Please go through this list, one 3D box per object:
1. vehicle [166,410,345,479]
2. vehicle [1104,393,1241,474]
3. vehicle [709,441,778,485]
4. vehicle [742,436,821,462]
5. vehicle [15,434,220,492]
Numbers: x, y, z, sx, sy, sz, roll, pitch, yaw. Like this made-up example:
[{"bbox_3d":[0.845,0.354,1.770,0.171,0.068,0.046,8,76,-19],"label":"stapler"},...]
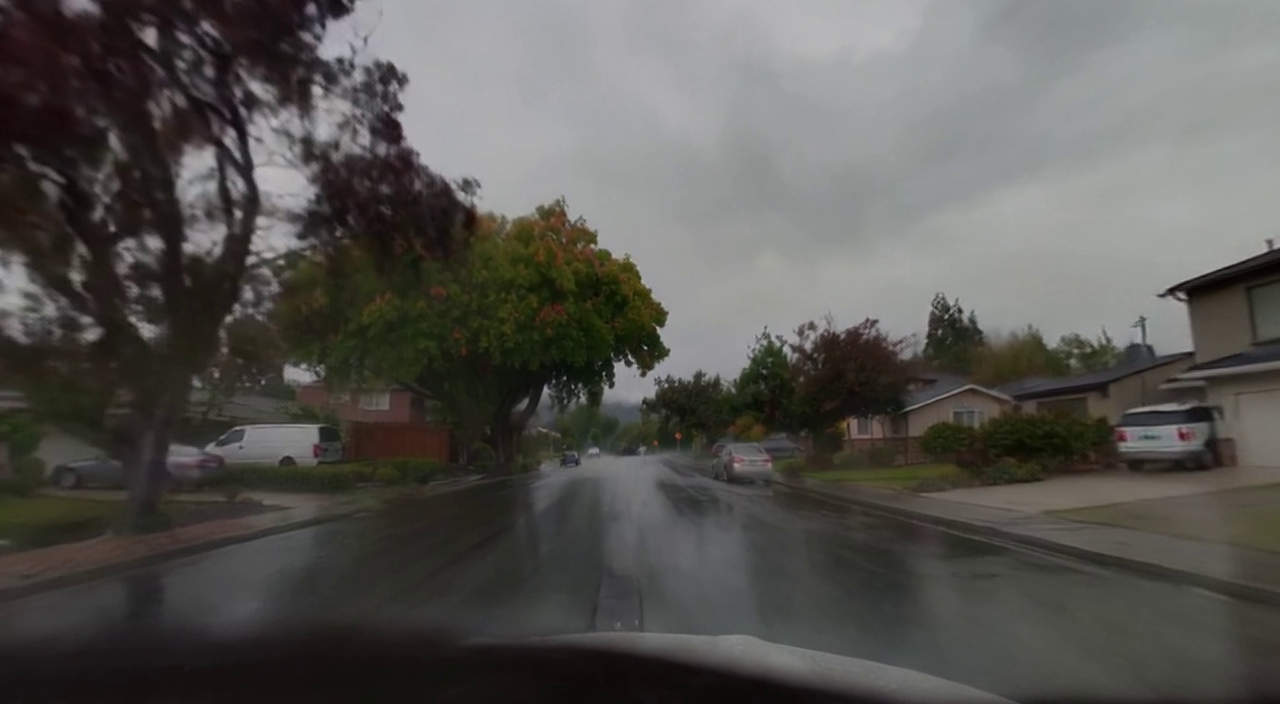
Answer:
[{"bbox_3d":[-16.683,4.059,27.503,6.381,2.645,2.703,-4,-9,10],"label":"vehicle"},{"bbox_3d":[14.876,2.366,17.922,2.222,1.963,4.670,-6,-10,32],"label":"vehicle"},{"bbox_3d":[3.935,4.276,24.607,2.011,1.521,4.292,0,-8,1],"label":"vehicle"},{"bbox_3d":[10.277,7.069,46.014,5.227,1.813,2.136,-1,-9,1],"label":"vehicle"},{"bbox_3d":[-15.710,3.322,19.200,2.018,1.534,4.253,-5,-10,28],"label":"vehicle"}]
